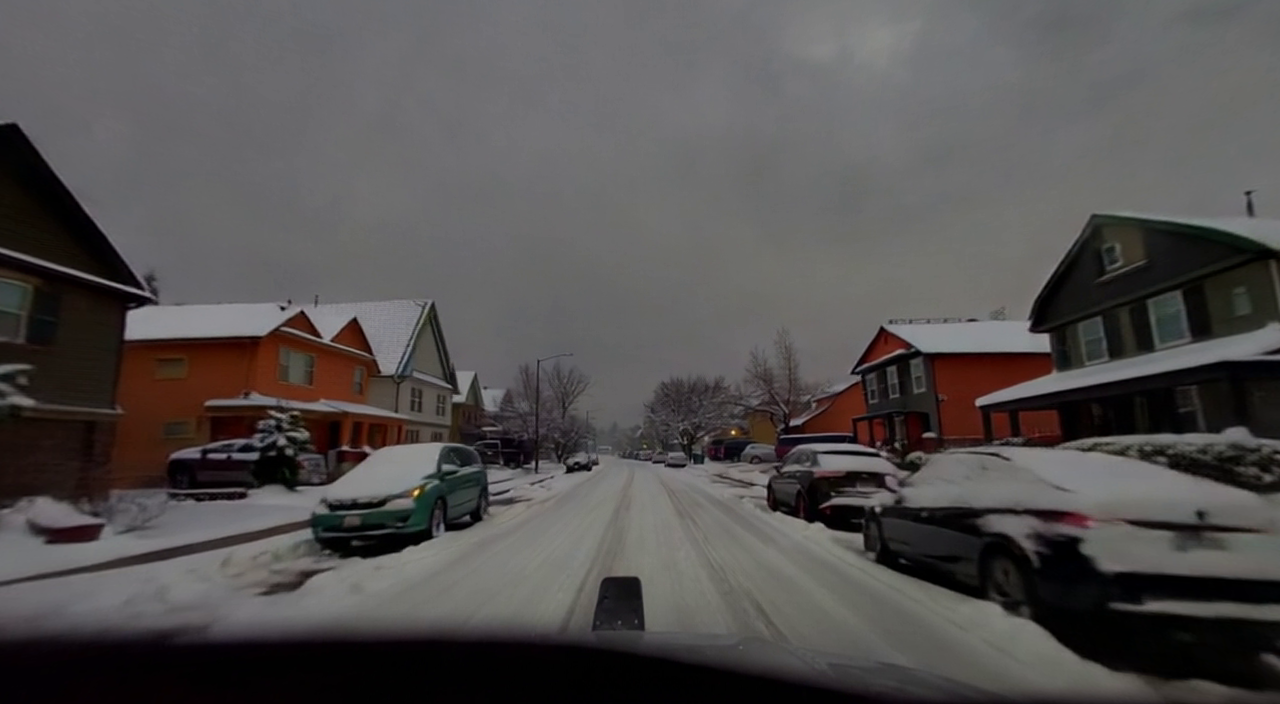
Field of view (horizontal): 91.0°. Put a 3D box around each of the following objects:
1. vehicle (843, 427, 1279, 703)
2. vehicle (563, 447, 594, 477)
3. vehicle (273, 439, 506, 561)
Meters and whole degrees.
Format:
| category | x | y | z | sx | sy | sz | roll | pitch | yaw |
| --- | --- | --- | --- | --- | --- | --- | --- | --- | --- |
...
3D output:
| category | x | y | z | sx | sy | sz | roll | pitch | yaw |
| --- | --- | --- | --- | --- | --- | --- | --- | --- | --- |
| vehicle | 3.410 | 1.472 | 5.394 | 1.888 | 1.484 | 4.476 | 0 | -9 | 1 |
| vehicle | -4.634 | 8.377 | 48.232 | 2.230 | 1.782 | 4.628 | 0 | -4 | -4 |
| vehicle | -3.845 | 2.297 | 10.743 | 2.089 | 1.508 | 4.537 | 2 | -7 | 0 |
